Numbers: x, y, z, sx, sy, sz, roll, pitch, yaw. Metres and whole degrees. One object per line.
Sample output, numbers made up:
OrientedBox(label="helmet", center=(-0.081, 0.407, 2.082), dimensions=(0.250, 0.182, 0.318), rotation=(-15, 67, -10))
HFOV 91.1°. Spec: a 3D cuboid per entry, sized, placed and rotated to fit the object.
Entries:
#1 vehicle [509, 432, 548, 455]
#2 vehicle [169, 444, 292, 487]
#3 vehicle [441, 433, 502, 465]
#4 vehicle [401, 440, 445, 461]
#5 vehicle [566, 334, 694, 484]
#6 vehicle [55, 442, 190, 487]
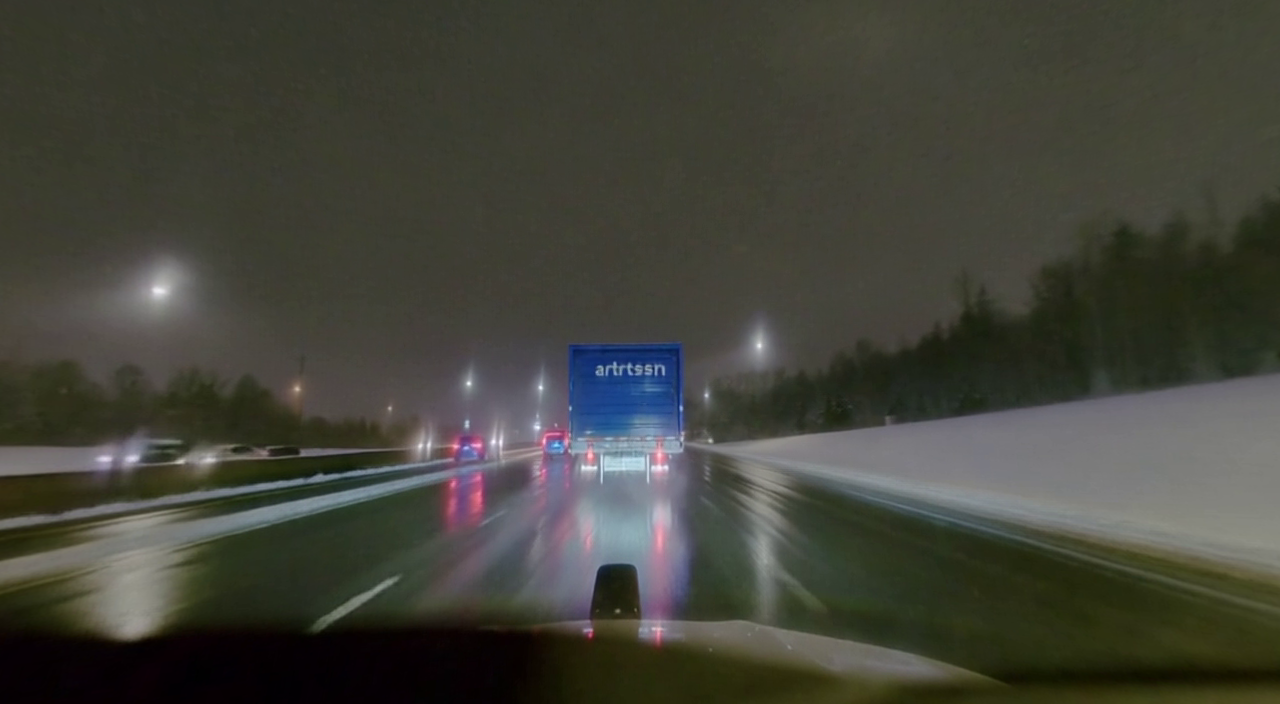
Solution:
OrientedBox(label="vehicle", center=(-8.065, 6.672, 45.917), dimensions=(1.981, 1.574, 4.561), rotation=(0, -8, 1))
OrientedBox(label="vehicle", center=(-16.173, 4.458, 25.157), dimensions=(1.880, 1.506, 4.531), rotation=(0, -8, 0))
OrientedBox(label="vehicle", center=(-8.450, 4.881, 31.852), dimensions=(1.940, 1.488, 3.976), rotation=(0, -8, 0))
OrientedBox(label="vehicle", center=(-16.381, 7.464, 47.735), dimensions=(1.884, 1.465, 3.988), rotation=(0, -8, 0))
OrientedBox(label="vehicle", center=(-0.305, 2.246, 22.550), dimensions=(3.442, 4.106, 10.719), rotation=(0, -8, 0))
OrientedBox(label="vehicle", center=(-19.908, 4.290, 24.429), dimensions=(1.829, 1.546, 4.004), rotation=(0, -8, 0))
